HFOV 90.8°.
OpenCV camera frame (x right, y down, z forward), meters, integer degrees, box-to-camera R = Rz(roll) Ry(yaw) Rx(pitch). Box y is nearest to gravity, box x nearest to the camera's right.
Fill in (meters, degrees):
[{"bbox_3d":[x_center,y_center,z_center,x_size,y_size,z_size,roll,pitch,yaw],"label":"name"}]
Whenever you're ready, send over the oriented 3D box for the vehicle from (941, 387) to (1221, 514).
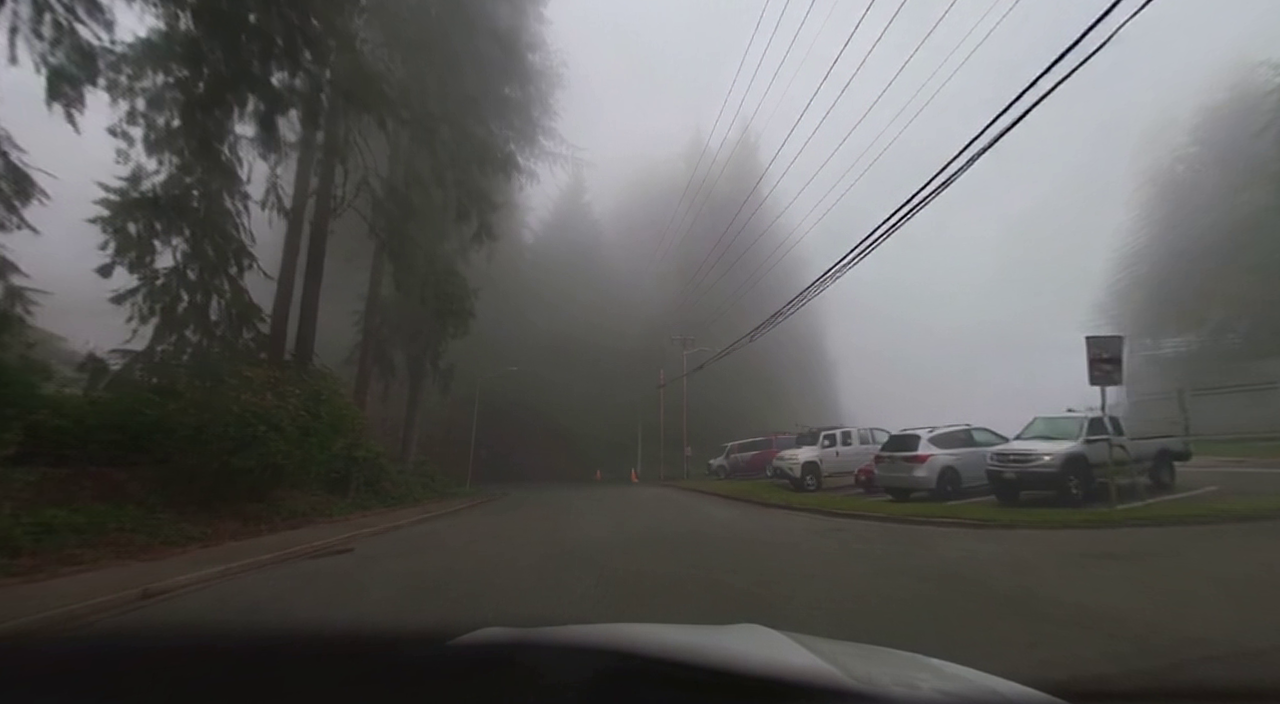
[{"bbox_3d":[8.217,1.828,11.777,4.780,1.984,1.896,4,-9,-23],"label":"vehicle"}]
